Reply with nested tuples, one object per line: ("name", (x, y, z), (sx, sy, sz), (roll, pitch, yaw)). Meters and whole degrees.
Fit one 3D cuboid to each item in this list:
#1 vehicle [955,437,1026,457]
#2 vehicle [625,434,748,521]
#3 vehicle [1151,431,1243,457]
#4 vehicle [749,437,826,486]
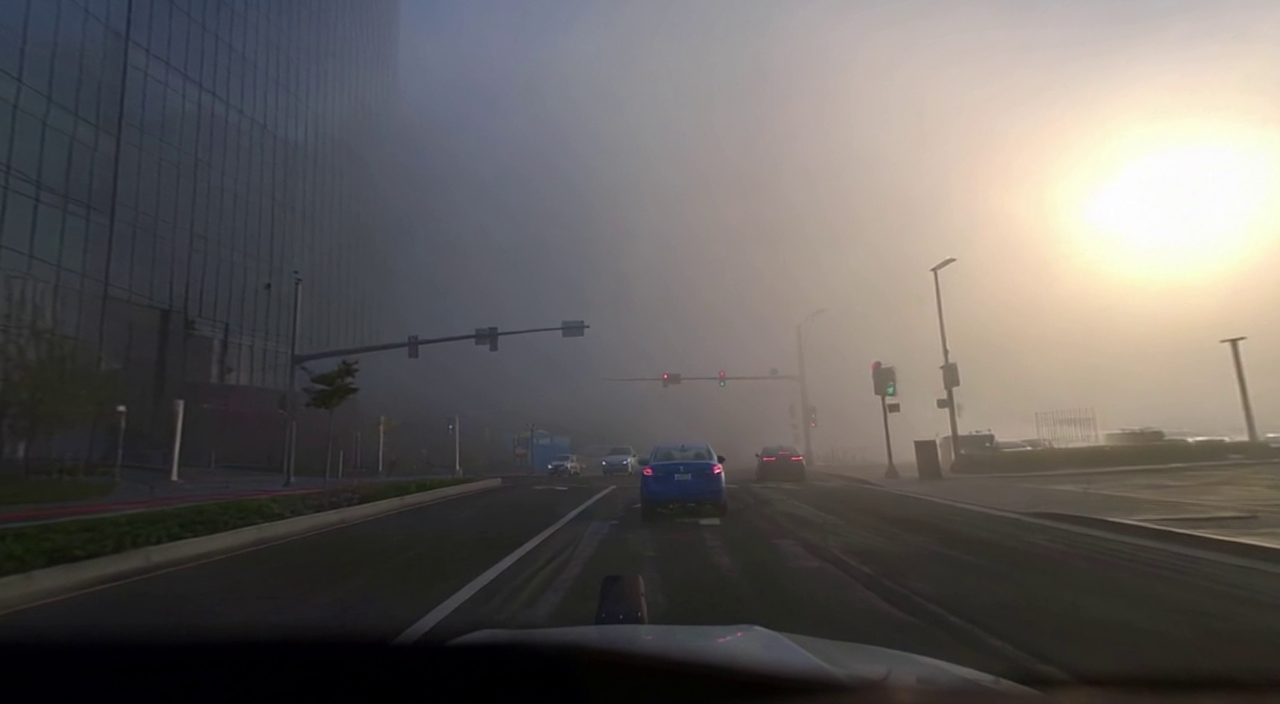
("vehicle", (26.066, 7.088, 46.929), (4.154, 1.475, 1.862), (-2, -9, 9))
("vehicle", (0.885, 2.513, 13.069), (2.127, 1.497, 4.020), (-1, -9, 2))
("vehicle", (38.004, 6.343, 43.070), (4.274, 1.503, 1.755), (-4, -10, 8))
("vehicle", (4.905, 3.710, 21.506), (1.916, 1.492, 3.911), (-1, -9, 4))
